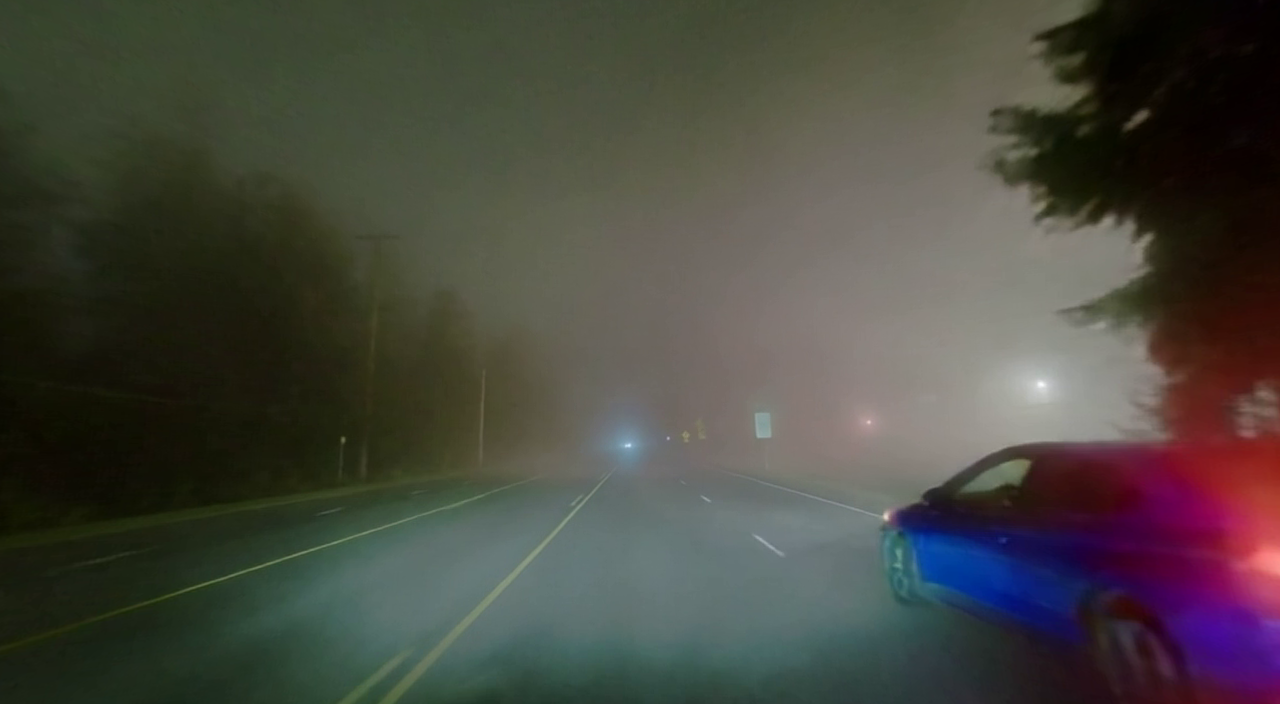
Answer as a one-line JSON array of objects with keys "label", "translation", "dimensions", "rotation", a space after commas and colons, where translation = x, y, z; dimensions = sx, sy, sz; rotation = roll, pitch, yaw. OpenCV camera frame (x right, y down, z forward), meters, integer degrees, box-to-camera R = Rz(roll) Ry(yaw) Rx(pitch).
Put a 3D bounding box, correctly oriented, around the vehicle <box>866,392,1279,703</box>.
[{"label": "vehicle", "translation": [2.848, 0.998, 2.745], "dimensions": [2.042, 1.469, 4.470], "rotation": [0, -8, -1]}]
